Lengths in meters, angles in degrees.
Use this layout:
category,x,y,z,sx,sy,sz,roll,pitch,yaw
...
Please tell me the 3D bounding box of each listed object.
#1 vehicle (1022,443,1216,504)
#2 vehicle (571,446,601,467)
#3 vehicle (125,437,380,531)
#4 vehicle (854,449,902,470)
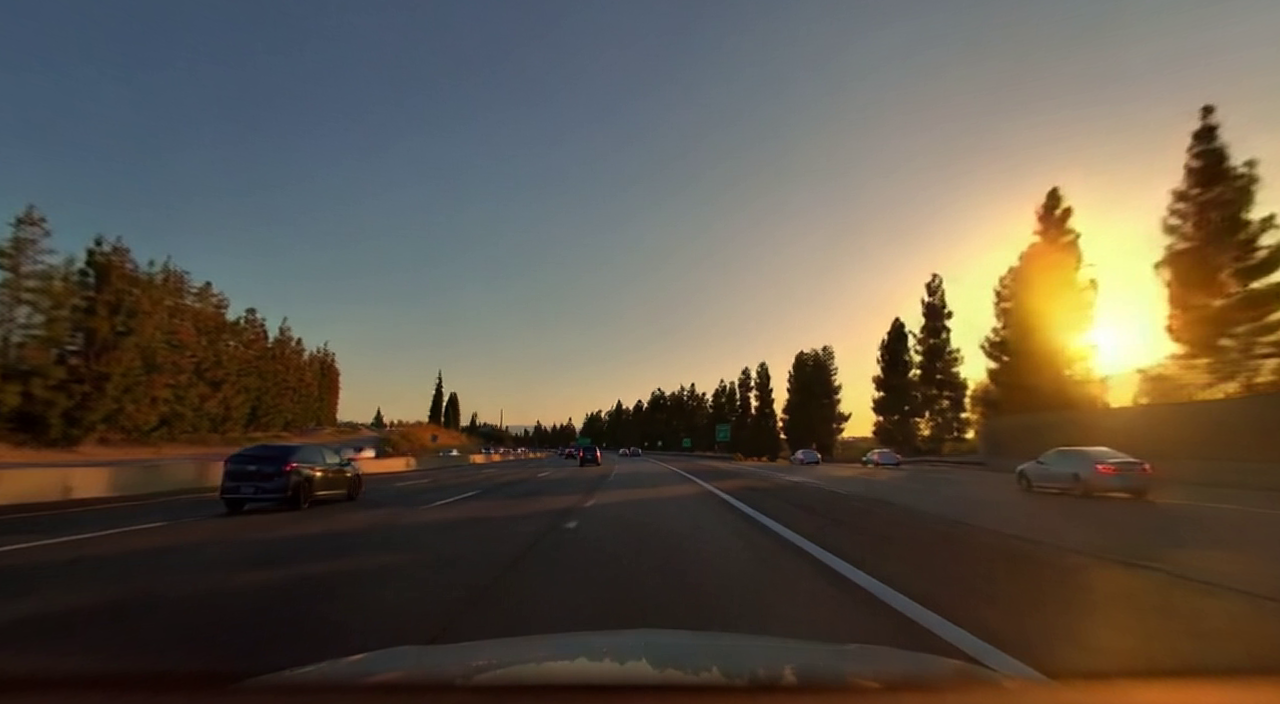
category,x,y,z,sx,sy,sz,roll,pitch,yaw
vehicle,13.732,3.467,18.582,2.201,1.535,4.735,0,-8,4
vehicle,-4.009,7.868,47.592,1.936,1.465,4.060,0,-8,0
vehicle,-7.130,2.448,12.393,2.038,1.463,4.656,0,-8,0
vehicle,17.338,7.829,46.179,1.950,1.462,4.391,0,-8,3
